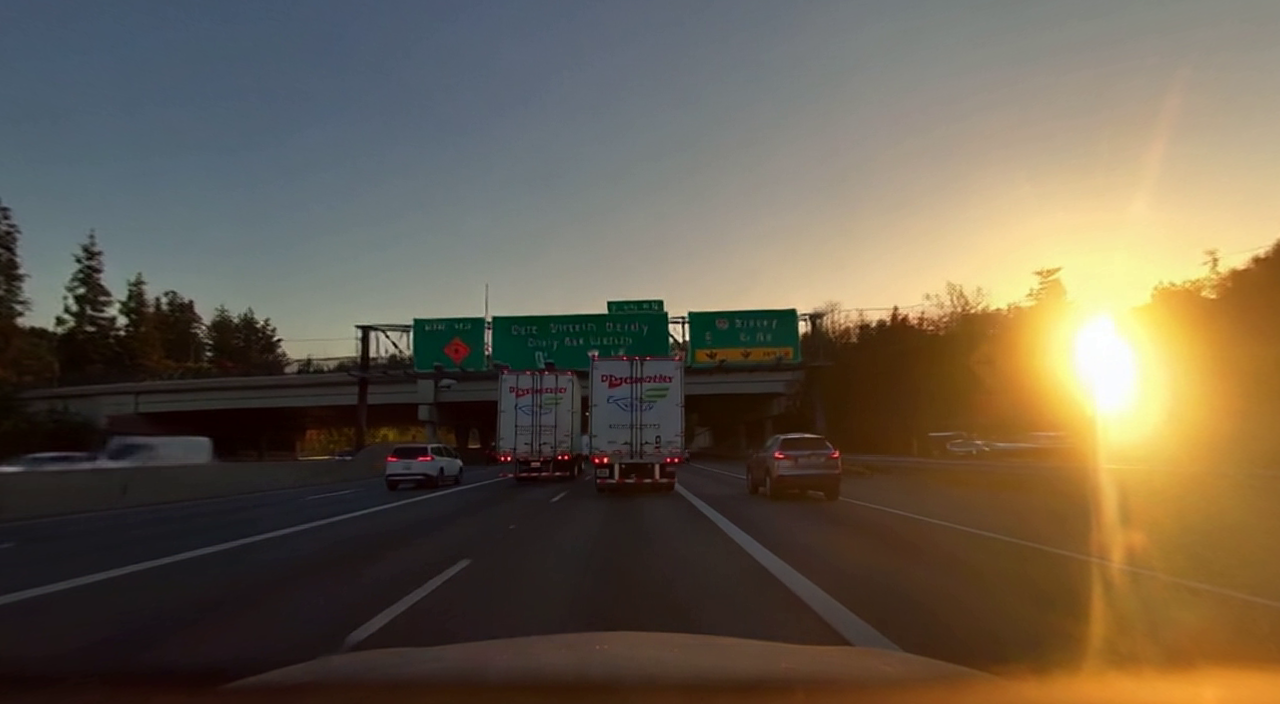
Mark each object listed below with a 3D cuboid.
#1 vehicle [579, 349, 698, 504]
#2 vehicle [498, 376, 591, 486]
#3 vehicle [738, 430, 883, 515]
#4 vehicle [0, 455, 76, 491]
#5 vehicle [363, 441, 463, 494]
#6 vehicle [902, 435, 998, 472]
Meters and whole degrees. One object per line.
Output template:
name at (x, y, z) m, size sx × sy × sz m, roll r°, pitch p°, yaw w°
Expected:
vehicle at (-0.124, 2.556, 20.547) m, size 2.910 × 3.828 × 9.805 m, roll 0°, pitch -9°, yaw -1°
vehicle at (-4.031, 3.801, 29.512) m, size 2.888 × 4.154 × 10.960 m, roll 0°, pitch -9°, yaw -2°
vehicle at (3.929, 2.868, 15.589) m, size 2.136 × 1.753 × 4.644 m, roll 0°, pitch -9°, yaw -2°
vehicle at (-28.079, 5.419, 28.543) m, size 1.719 × 1.444 × 3.739 m, roll 0°, pitch -9°, yaw -1°
vehicle at (-8.043, 4.109, 22.884) m, size 2.017 × 1.694 × 4.420 m, roll 0°, pitch -9°, yaw -1°
vehicle at (16.638, 5.490, 34.343) m, size 2.128 × 1.783 × 5.718 m, roll 0°, pitch -9°, yaw -2°
